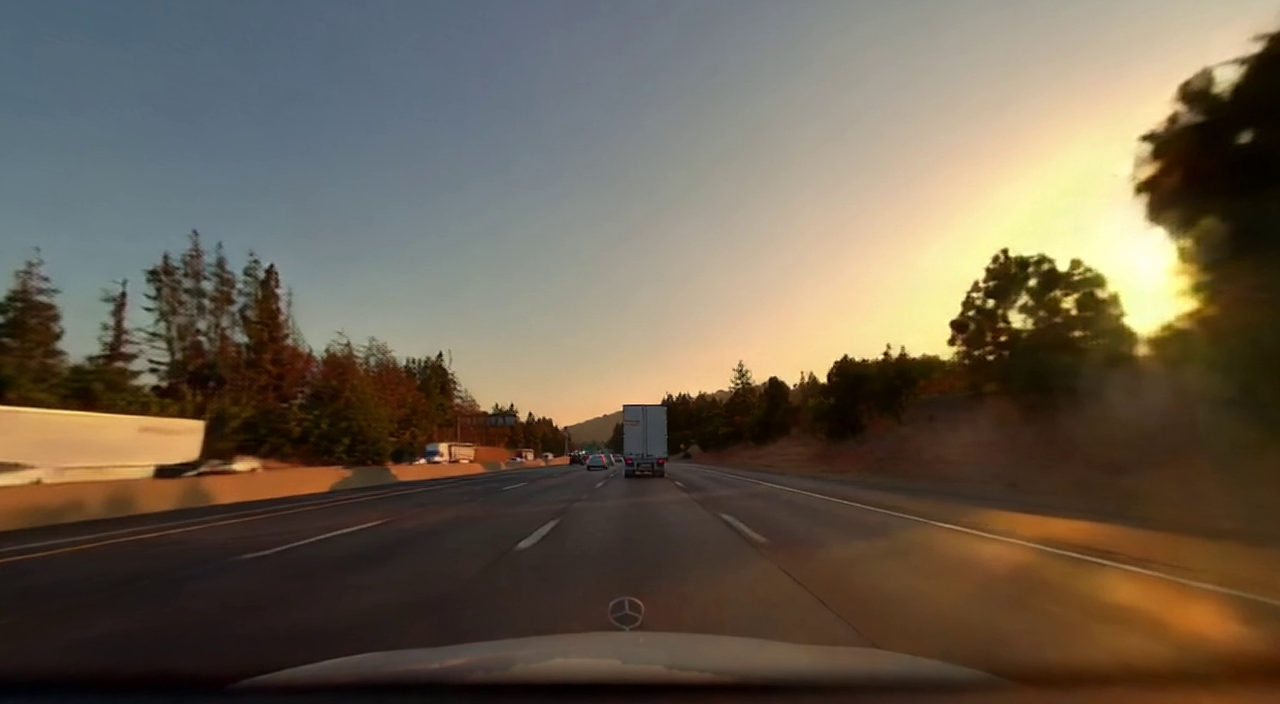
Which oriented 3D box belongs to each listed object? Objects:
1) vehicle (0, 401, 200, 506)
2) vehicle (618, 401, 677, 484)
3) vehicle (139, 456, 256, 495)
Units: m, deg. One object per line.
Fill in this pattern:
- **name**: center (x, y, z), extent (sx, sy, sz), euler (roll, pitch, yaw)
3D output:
- **vehicle**: center (-26.024, 4.490, 27.982), extent (2.846, 3.978, 13.837), euler (0, -9, 1)
- **vehicle**: center (0.237, 5.419, 37.163), extent (2.875, 4.056, 12.312), euler (0, -9, -1)
- **vehicle**: center (-18.628, 5.202, 26.802), extent (1.810, 1.486, 4.269), euler (0, -9, 1)
